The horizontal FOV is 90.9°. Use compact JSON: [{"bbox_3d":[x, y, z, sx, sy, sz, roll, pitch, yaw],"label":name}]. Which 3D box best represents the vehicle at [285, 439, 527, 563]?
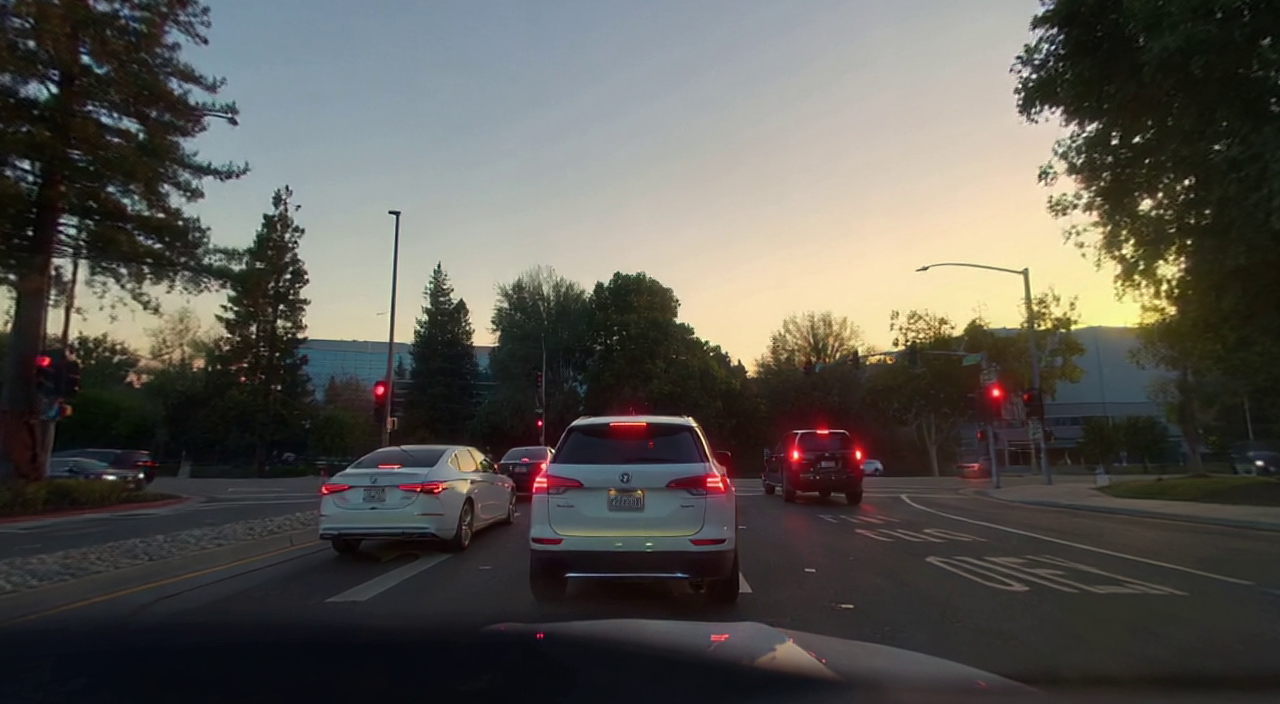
[{"bbox_3d":[-3.190,2.097,9.760,1.913,1.453,4.413,0,-8,2],"label":"vehicle"}]

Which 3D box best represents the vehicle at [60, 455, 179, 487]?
[{"bbox_3d":[-25.991,5.946,31.609,4.140,1.444,1.742,2,-9,-15],"label":"vehicle"}]

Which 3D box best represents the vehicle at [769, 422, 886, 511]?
[{"bbox_3d":[4.815,2.999,16.907,2.084,2.053,4.073,-1,-8,4],"label":"vehicle"}]

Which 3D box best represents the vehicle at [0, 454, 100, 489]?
[{"bbox_3d":[-27.028,5.279,27.963,4.198,1.444,1.765,2,-9,-15],"label":"vehicle"}]

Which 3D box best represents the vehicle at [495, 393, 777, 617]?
[{"bbox_3d":[-0.025,1.518,7.173,2.203,1.757,4.286,0,-8,0],"label":"vehicle"}]
